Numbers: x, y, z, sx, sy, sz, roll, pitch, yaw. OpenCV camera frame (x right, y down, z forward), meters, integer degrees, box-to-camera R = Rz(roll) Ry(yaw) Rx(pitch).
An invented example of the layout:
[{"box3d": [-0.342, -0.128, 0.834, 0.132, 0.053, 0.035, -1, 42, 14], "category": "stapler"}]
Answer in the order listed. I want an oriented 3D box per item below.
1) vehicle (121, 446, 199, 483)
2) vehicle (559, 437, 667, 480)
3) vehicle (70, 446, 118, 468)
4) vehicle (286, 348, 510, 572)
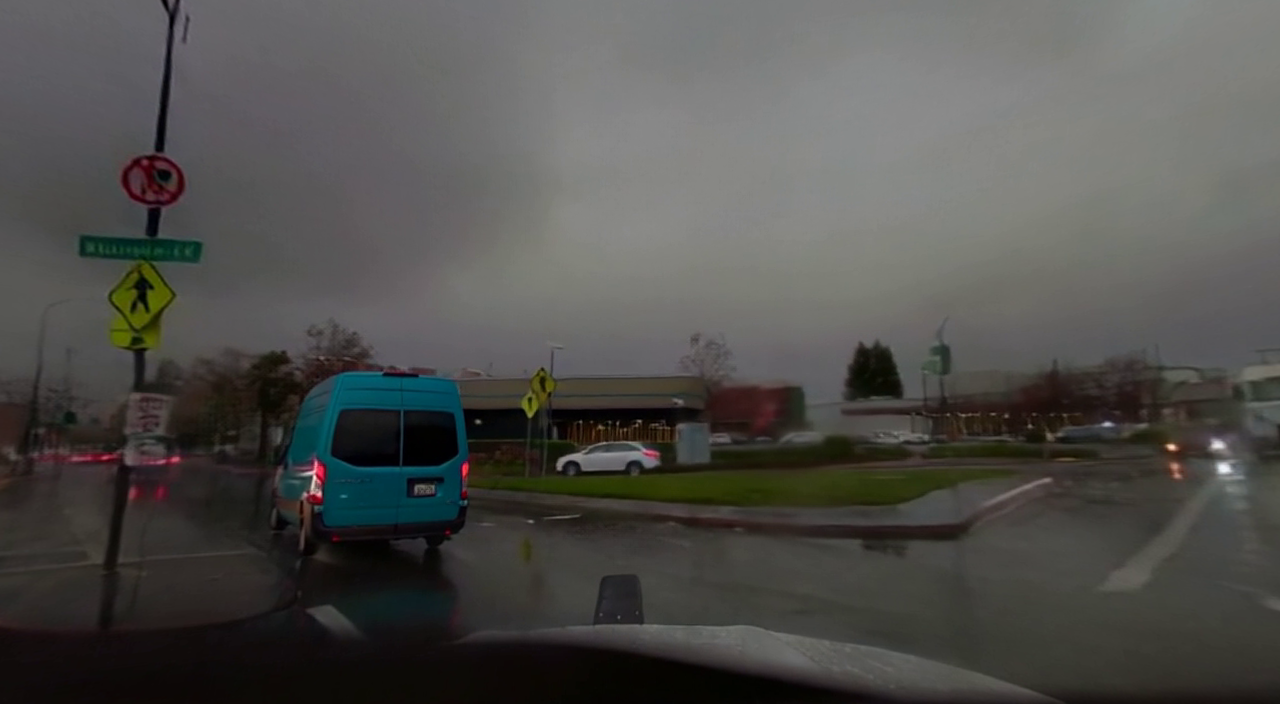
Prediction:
[{"box3d": [-21.680, 5.021, 28.233, 4.457, 1.533, 1.933, -8, -12, 42], "category": "vehicle"}, {"box3d": [-1.015, 4.225, 24.988, 4.109, 1.592, 2.008, 0, -9, 0], "category": "vehicle"}, {"box3d": [-38.455, 7.387, 44.101, 4.243, 1.458, 1.839, -8, -12, 41], "category": "vehicle"}, {"box3d": [-4.320, 1.712, 10.444, 2.432, 2.624, 5.670, 5, -10, -30], "category": "vehicle"}]
